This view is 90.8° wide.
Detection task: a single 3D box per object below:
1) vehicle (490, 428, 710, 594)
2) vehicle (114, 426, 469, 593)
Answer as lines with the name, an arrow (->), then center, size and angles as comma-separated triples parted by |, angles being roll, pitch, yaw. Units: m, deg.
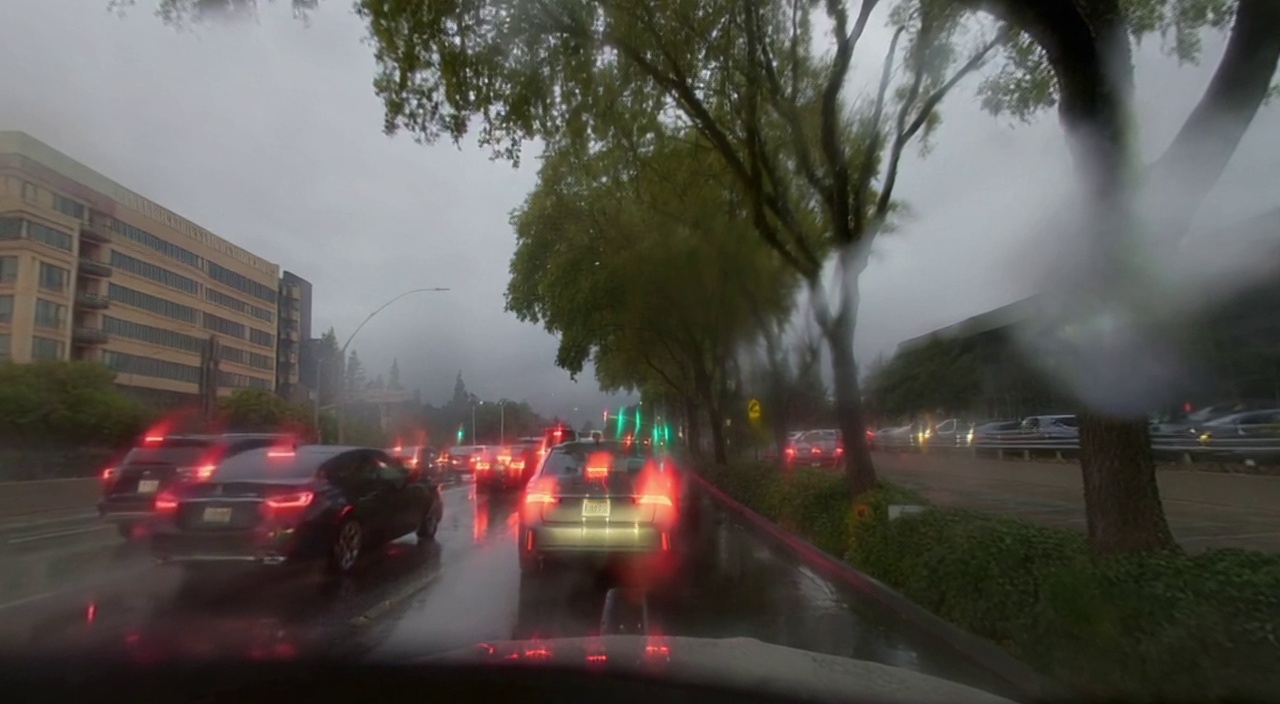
vehicle -> -0.388, 1.799, 8.000 | 2.066, 1.544, 3.954 | 0, -9, 0
vehicle -> -3.853, 1.796, 8.175 | 1.913, 1.521, 4.539 | 0, -9, 1
